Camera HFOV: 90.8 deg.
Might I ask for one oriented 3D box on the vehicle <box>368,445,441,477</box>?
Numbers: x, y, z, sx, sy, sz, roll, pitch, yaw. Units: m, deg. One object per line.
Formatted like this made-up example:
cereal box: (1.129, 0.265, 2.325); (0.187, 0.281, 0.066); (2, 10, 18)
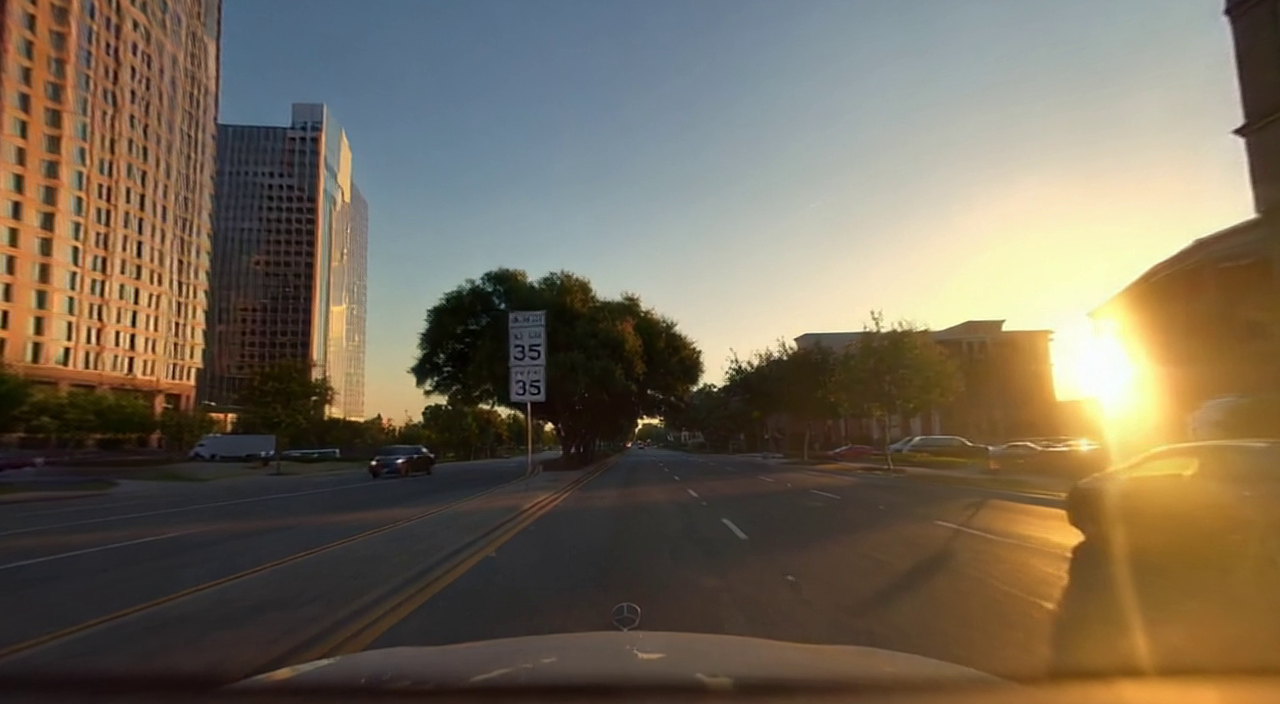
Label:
vehicle: (-12.689, 5.882, 34.406); (2.163, 1.576, 4.704); (0, -9, 1)

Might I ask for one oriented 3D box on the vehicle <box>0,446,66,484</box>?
vehicle: (-35.726, 6.307, 35.554); (2.083, 2.034, 5.018); (0, -9, -2)

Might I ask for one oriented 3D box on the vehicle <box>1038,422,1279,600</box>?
vehicle: (6.566, 1.472, 6.116); (2.088, 1.524, 5.085); (0, -9, 0)
